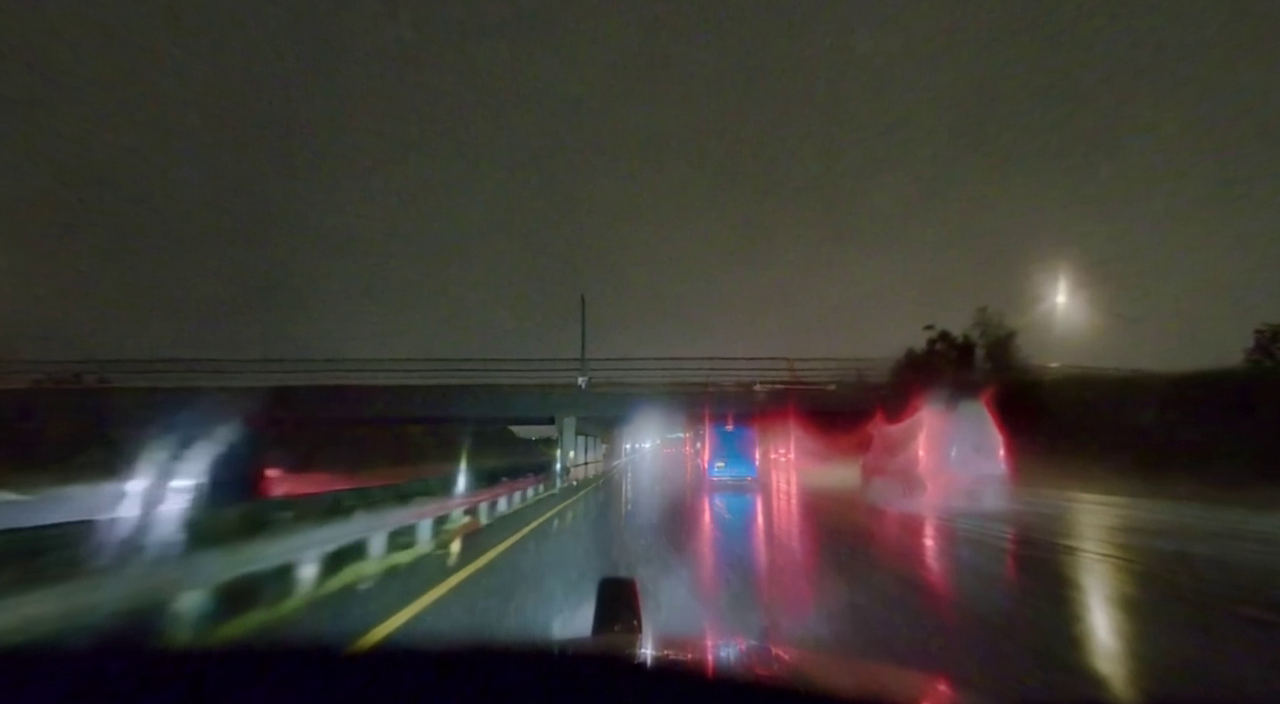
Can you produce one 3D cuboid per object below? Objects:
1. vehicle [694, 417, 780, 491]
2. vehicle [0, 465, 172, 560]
[{"bbox_3d":[3.659,4.026,24.921,2.560,2.598,5.581,0,-9,1],"label":"vehicle"},{"bbox_3d":[-12.392,3.237,13.181,1.890,1.593,4.054,-1,-9,1],"label":"vehicle"}]
